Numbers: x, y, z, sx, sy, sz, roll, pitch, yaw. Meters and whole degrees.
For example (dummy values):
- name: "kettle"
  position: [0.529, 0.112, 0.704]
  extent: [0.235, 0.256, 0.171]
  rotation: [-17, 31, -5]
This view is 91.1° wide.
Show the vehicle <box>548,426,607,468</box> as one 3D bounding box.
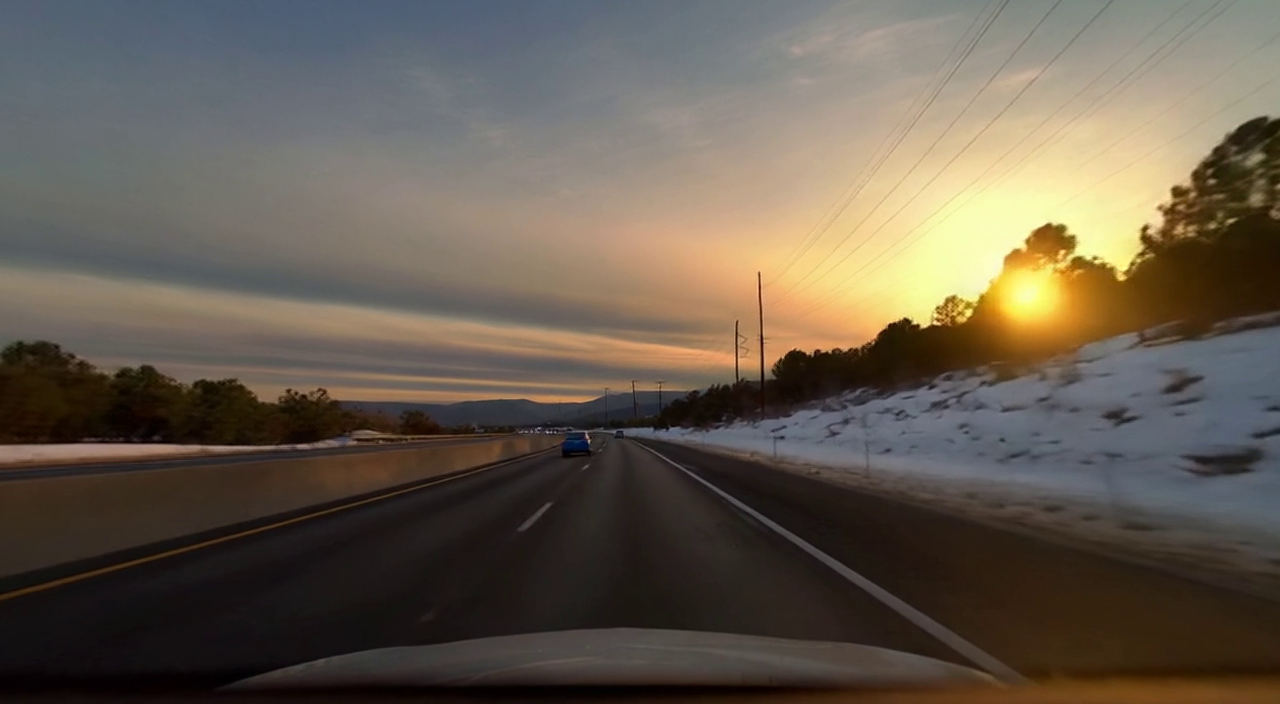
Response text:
- name: "vehicle"
  position: [-2.412, 3.777, 25.207]
  extent: [1.999, 1.536, 3.969]
  rotation: [0, -8, 0]
